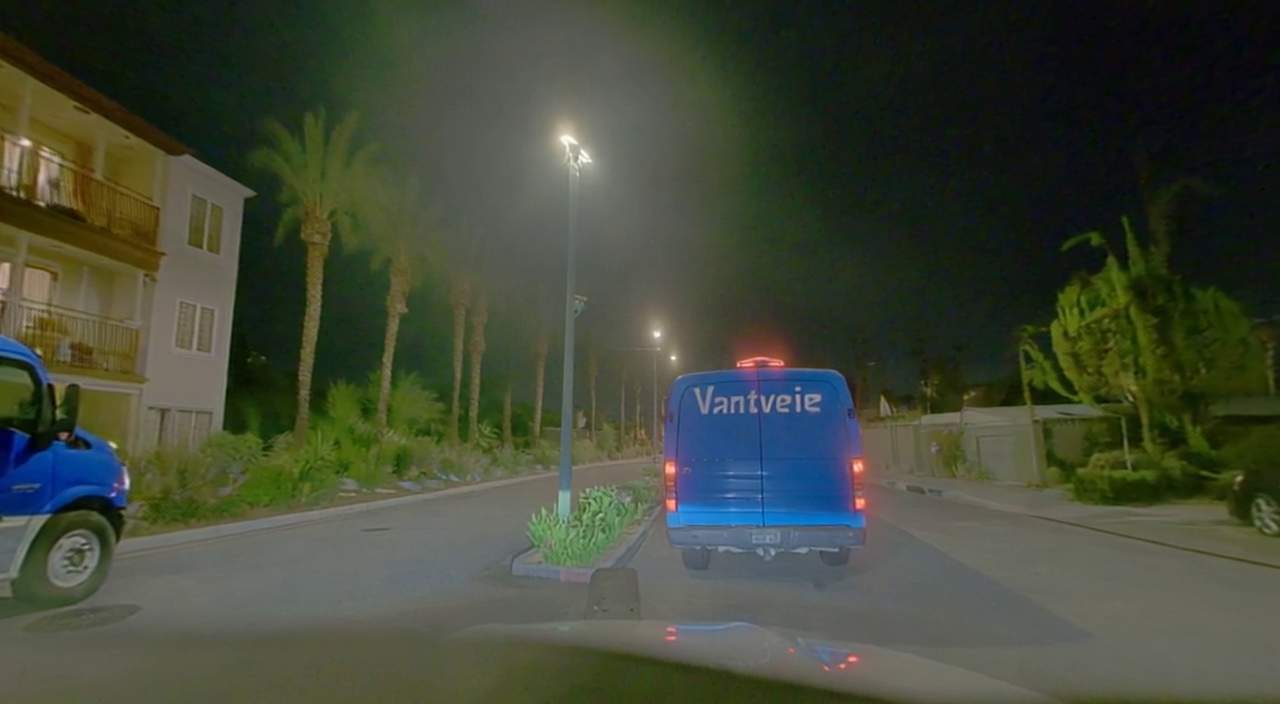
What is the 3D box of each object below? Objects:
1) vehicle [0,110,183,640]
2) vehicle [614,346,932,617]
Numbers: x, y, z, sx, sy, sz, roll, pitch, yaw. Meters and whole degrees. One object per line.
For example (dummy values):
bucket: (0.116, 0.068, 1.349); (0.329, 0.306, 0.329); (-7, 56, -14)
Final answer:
vehicle: (-6.628, -0.411, 0.723); (2.998, 3.659, 10.517); (-2, -9, 10)
vehicle: (1.235, 1.433, 7.919); (2.418, 2.078, 5.866); (-1, -9, 5)
